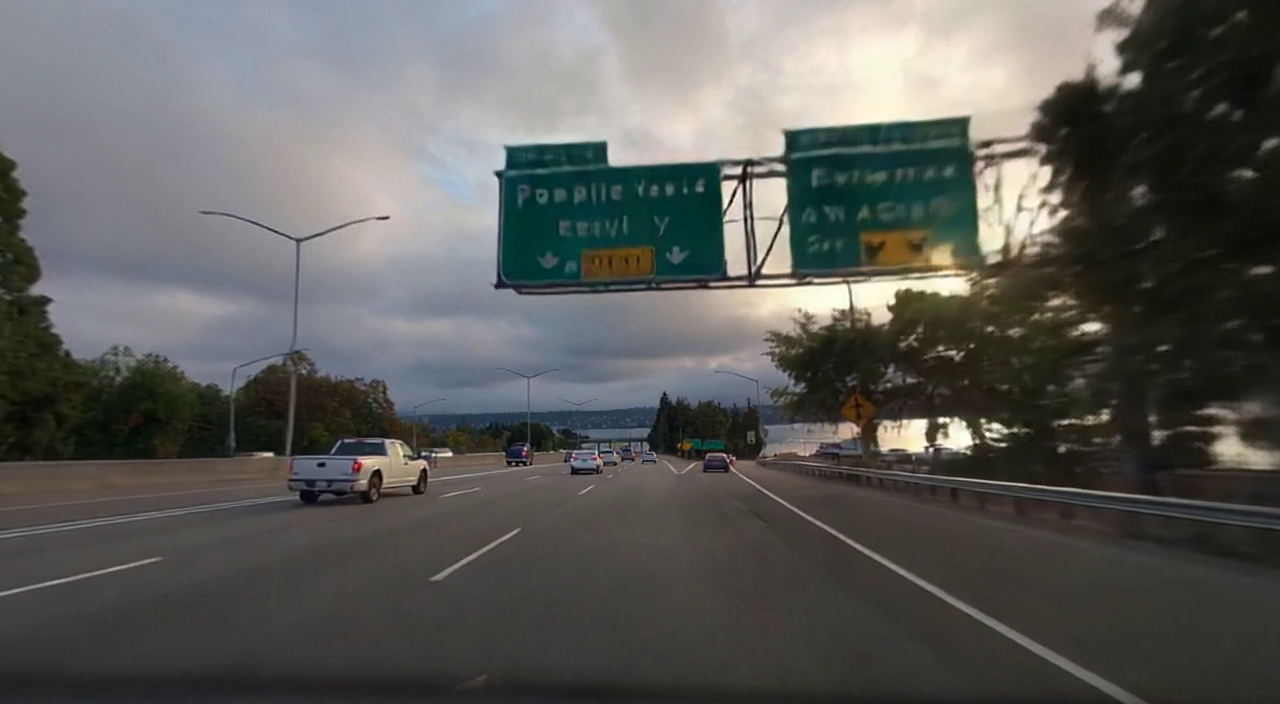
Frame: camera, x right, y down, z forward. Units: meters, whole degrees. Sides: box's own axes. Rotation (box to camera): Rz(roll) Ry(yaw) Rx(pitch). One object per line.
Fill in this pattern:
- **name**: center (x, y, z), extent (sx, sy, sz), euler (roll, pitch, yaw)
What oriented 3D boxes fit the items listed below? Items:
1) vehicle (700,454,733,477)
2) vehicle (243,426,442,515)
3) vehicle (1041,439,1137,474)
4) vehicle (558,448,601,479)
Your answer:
- **vehicle**: center (5.580, 8.272, 46.278), extent (2.153, 1.510, 4.646), euler (0, -9, 4)
- **vehicle**: center (-7.291, 2.971, 16.394), extent (2.250, 1.870, 5.647), euler (0, -9, 2)
- **vehicle**: center (22.659, 5.285, 32.065), extent (1.883, 1.596, 5.181), euler (-1, -9, 10)
- **vehicle**: center (-3.689, 6.869, 39.097), extent (2.132, 1.708, 4.571), euler (0, -9, 1)
